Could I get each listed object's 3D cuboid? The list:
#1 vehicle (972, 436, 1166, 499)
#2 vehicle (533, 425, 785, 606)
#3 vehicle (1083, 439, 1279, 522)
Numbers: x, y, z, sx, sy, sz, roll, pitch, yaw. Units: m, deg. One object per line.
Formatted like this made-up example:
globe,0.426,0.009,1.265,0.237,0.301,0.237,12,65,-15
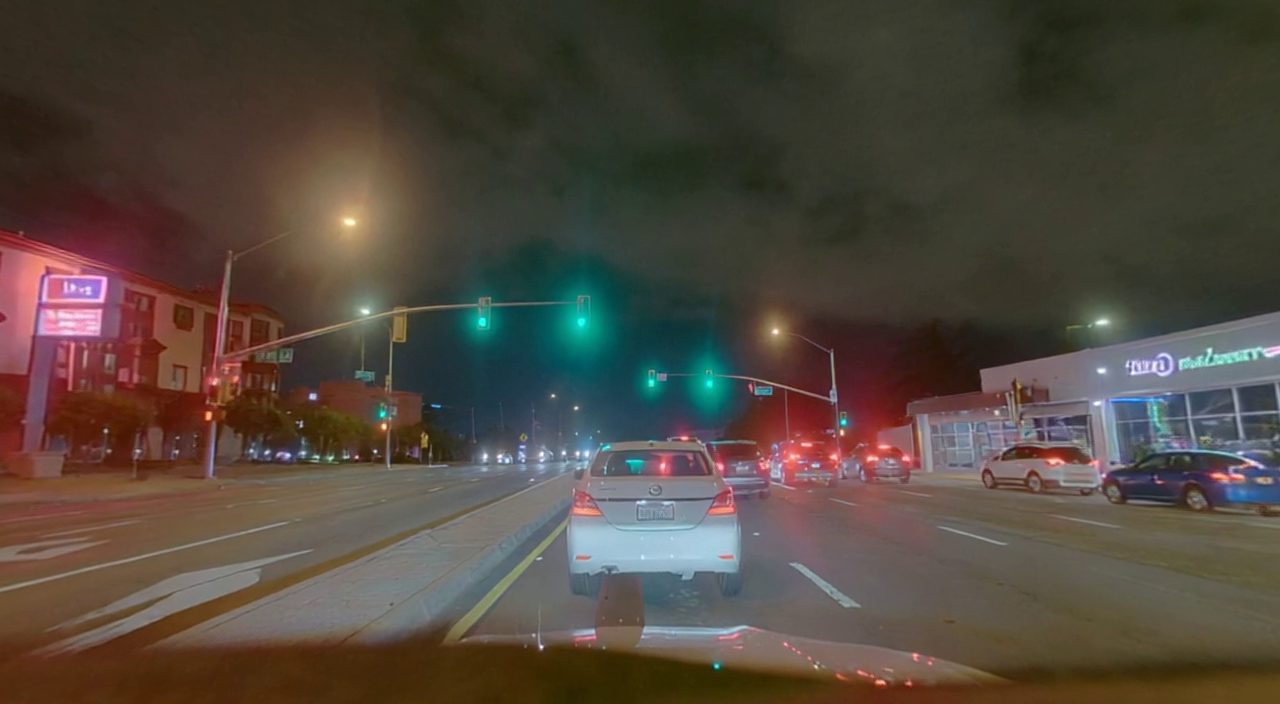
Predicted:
vehicle,14.066,3.819,21.375,2.309,1.819,5.793,1,-9,-3
vehicle,0.128,1.677,7.396,2.067,1.471,4.241,0,-9,-1
vehicle,14.159,3.106,15.934,2.235,1.721,5.230,0,-9,1
